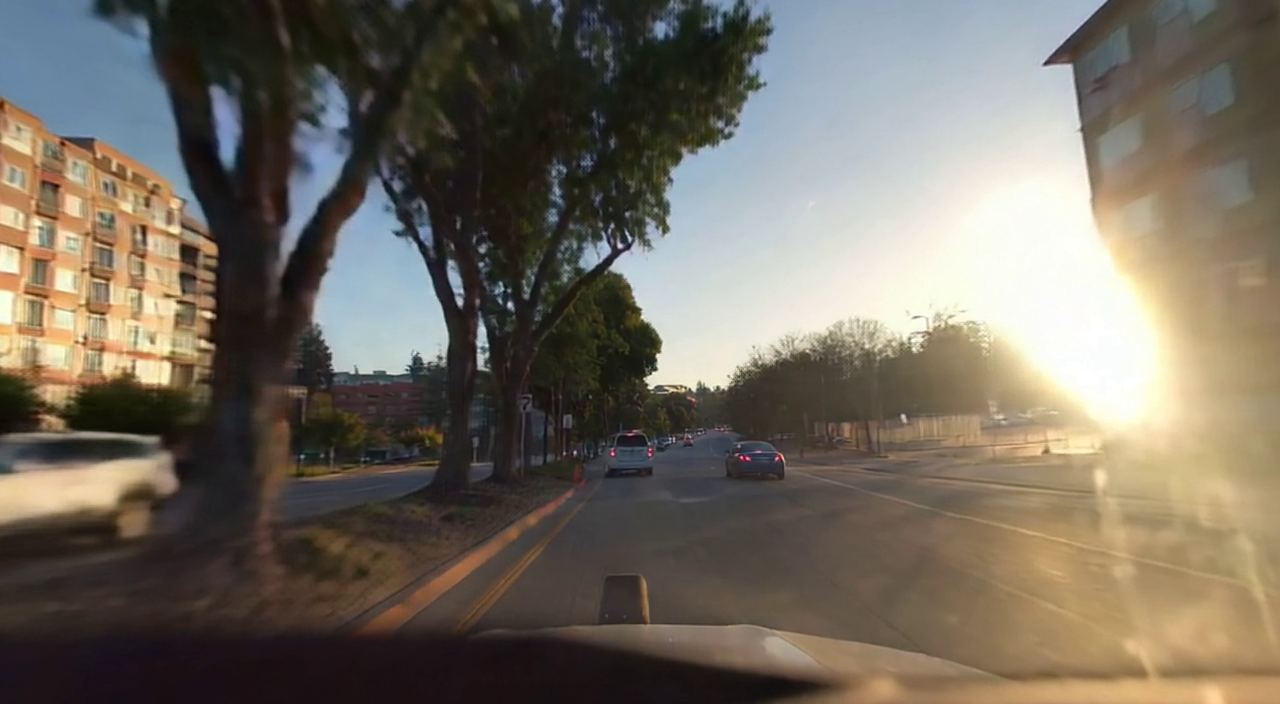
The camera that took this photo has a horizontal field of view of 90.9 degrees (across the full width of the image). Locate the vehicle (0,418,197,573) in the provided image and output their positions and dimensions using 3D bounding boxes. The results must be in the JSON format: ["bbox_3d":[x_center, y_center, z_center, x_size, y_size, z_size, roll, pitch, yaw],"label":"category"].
[{"bbox_3d":[-8.872,1.967,9.069,1.873,1.894,4.186,0,-8,0],"label":"vehicle"}]

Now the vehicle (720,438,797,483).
[{"bbox_3d":[4.302,4.026,23.685,2.075,1.486,4.316,0,-8,0],"label":"vehicle"}]

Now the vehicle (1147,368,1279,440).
[{"bbox_3d":[38.845,3.055,39.245,10.985,3.740,2.994,-6,-9,5],"label":"vehicle"}]

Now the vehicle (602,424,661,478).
[{"bbox_3d":[-0.489,4.382,28.119,2.396,2.143,4.824,0,-8,-4],"label":"vehicle"}]
